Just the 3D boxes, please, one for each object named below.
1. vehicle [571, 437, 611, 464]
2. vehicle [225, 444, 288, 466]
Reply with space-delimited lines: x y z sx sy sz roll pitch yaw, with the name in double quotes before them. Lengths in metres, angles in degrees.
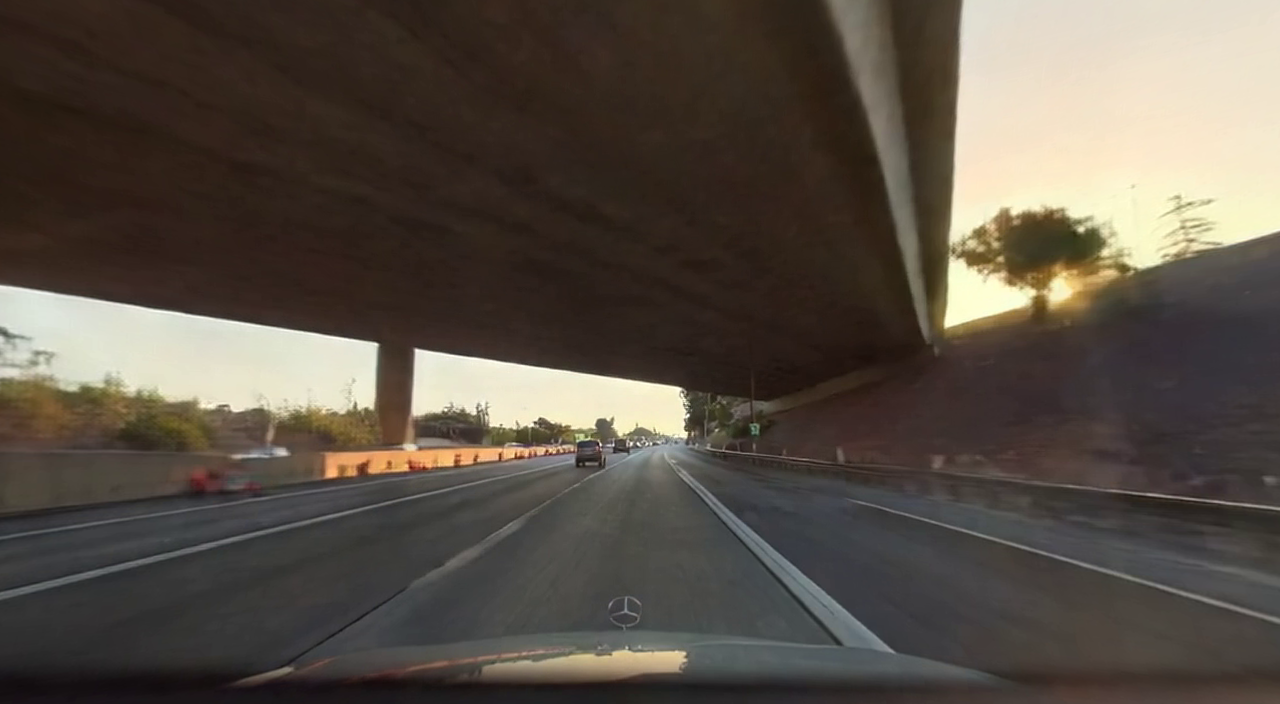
"vehicle" -2.989 6.158 39.334 2.078 1.629 4.059 0 -8 1
"vehicle" -29.338 7.869 48.191 1.829 1.542 4.544 -1 -8 3
